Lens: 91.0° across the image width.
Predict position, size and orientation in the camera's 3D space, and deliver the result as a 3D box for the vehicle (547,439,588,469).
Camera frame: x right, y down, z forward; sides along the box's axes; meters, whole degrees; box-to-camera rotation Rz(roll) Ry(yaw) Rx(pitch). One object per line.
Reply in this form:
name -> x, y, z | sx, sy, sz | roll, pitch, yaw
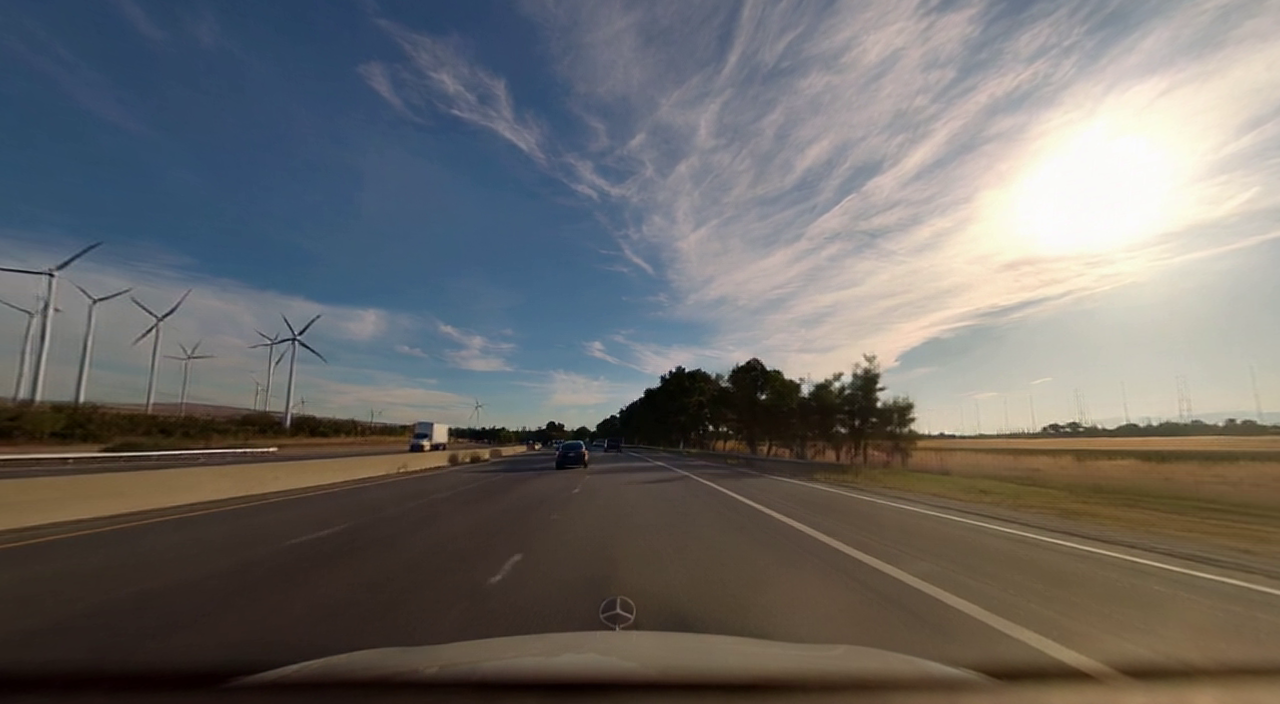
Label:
vehicle -> -4.054, 5.757, 35.782 | 2.053, 1.549, 4.097 | 0, -8, -3
